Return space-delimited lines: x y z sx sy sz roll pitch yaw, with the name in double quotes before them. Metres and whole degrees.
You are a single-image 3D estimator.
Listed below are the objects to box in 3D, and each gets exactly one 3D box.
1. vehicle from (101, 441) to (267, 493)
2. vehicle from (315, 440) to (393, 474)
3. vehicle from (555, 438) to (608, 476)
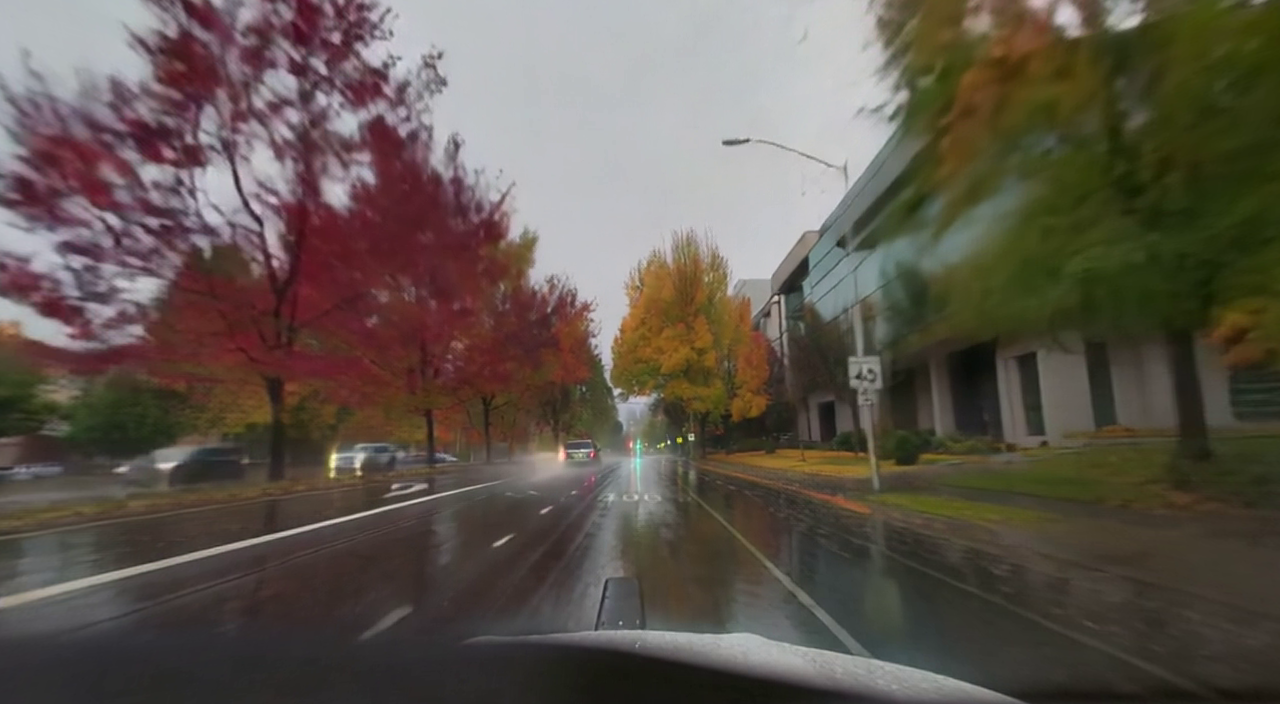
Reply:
"vehicle" -14.683 3.718 20.695 1.893 1.491 4.711 0 -9 0
"vehicle" -17.782 6.555 39.528 2.285 1.919 5.335 0 -9 1
"vehicle" -2.897 5.349 32.167 2.112 1.779 4.489 0 -9 2
